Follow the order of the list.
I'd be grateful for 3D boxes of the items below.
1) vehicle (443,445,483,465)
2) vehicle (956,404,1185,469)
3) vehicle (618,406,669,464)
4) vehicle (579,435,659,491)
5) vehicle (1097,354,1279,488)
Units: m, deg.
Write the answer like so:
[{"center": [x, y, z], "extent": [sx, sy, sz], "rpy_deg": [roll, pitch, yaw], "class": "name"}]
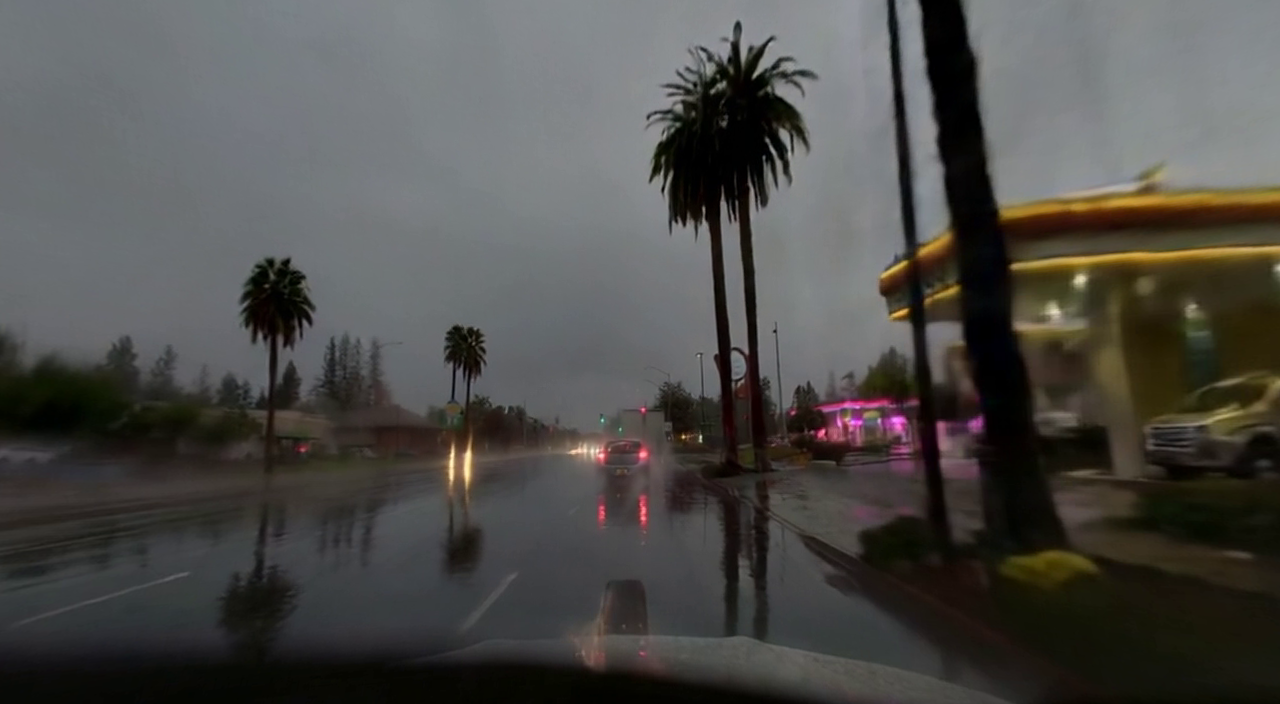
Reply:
[{"center": [-13.733, 8.013, 49.056], "extent": [1.923, 1.490, 4.372], "rpy_deg": [0, -9, -1], "class": "vehicle"}, {"center": [12.181, 2.442, 18.023], "extent": [5.061, 1.721, 2.162], "rpy_deg": [1, -9, -4], "class": "vehicle"}, {"center": [0.228, 5.632, 42.161], "extent": [3.100, 3.468, 8.108], "rpy_deg": [0, -9, 0], "class": "vehicle"}, {"center": [-0.506, 3.320, 19.073], "extent": [2.145, 1.483, 4.453], "rpy_deg": [0, -9, 2], "class": "vehicle"}, {"center": [12.283, 1.320, 11.587], "extent": [5.968, 2.162, 2.319], "rpy_deg": [1, -9, -5], "class": "vehicle"}]
